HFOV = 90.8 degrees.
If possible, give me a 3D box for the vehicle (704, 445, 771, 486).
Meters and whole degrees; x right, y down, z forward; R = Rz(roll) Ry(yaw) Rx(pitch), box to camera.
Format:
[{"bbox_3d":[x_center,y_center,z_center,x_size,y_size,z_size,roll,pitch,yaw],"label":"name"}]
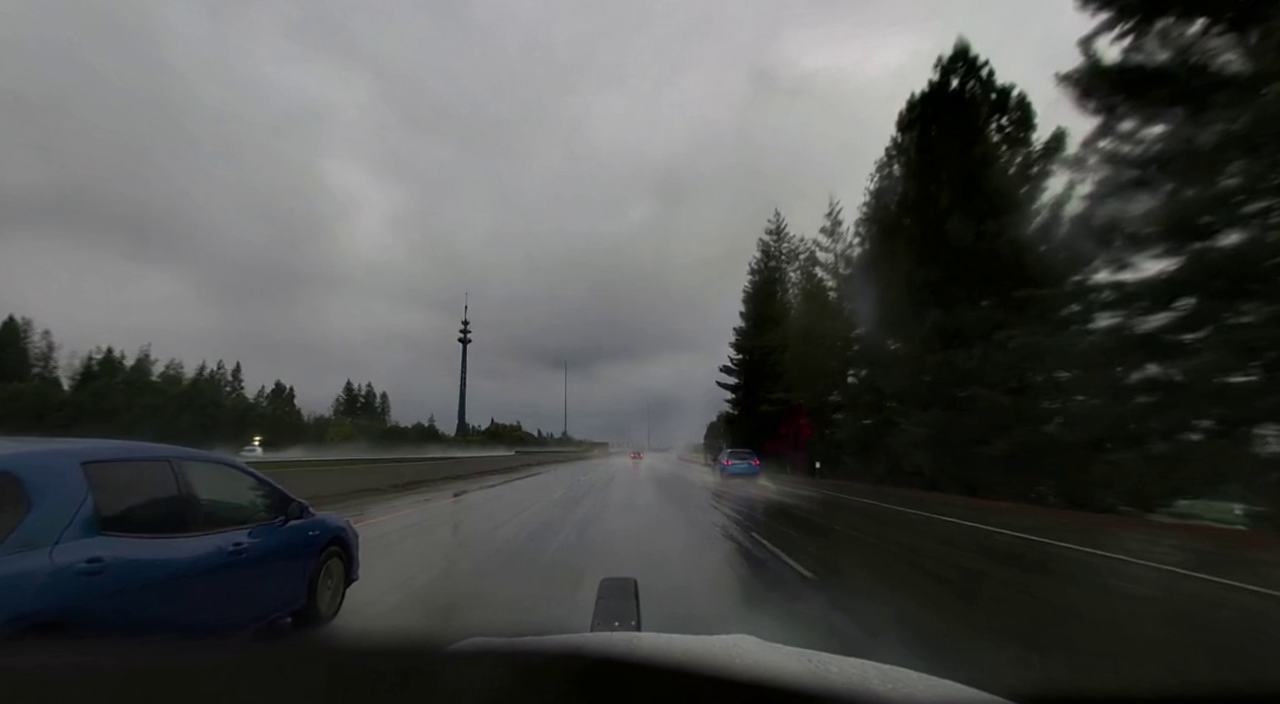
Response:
[{"bbox_3d":[3.915,4.638,26.098,2.030,1.526,4.165,0,-9,-1],"label":"vehicle"}]
